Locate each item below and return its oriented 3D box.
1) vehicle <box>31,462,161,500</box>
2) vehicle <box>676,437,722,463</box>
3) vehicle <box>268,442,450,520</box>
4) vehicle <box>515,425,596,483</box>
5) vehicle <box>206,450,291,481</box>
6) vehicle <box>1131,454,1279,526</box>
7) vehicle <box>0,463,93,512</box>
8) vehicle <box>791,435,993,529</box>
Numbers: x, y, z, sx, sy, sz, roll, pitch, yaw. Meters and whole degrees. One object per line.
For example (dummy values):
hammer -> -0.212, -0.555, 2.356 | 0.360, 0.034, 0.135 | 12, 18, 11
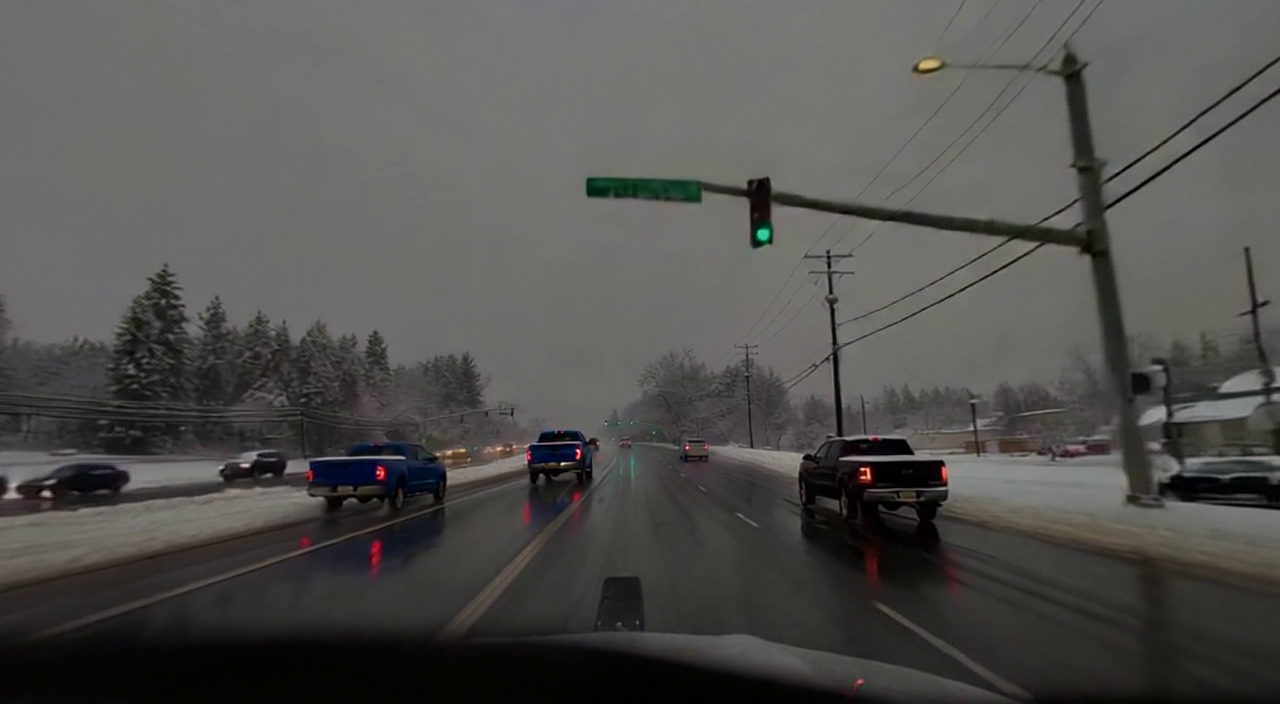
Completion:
vehicle -> -24.669, 5.837, 28.926 | 1.916, 1.471, 4.574 | 0, -9, -1
vehicle -> 3.474, 5.886, 38.093 | 2.071, 1.435, 4.226 | 0, -9, -4
vehicle -> -6.238, 2.881, 14.795 | 2.035, 1.497, 4.723 | 0, -9, 1
vehicle -> -3.139, 4.018, 25.055 | 2.467, 1.991, 6.089 | 0, -9, -1
vehicle -> -28.133, 8.151, 45.716 | 2.218, 2.034, 6.104 | 0, -9, 0
vehicle -> 16.519, 3.735, 17.716 | 2.002, 1.681, 4.507 | -1, -9, 3
vehicle -> -21.288, 4.516, 21.193 | 1.855, 1.457, 4.533 | 0, -9, -1
vehicle -> 4.482, 2.362, 12.156 | 1.840, 1.428, 4.602 | 0, -9, -2
